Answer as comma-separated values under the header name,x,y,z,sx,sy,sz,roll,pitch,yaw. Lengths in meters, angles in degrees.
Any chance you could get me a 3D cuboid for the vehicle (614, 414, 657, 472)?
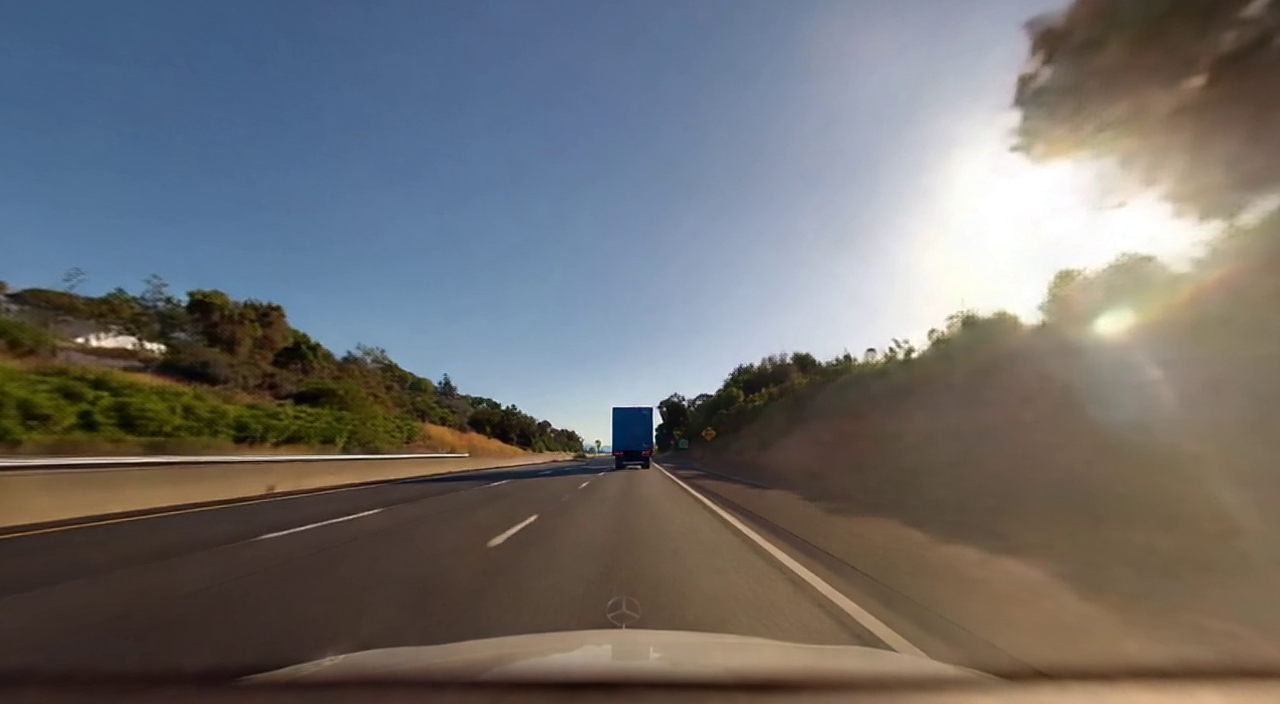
name,x,y,z,sx,sy,sz,roll,pitch,yaw
vehicle,-0.411,7.099,48.951,2.982,3.947,11.075,0,-9,-1
